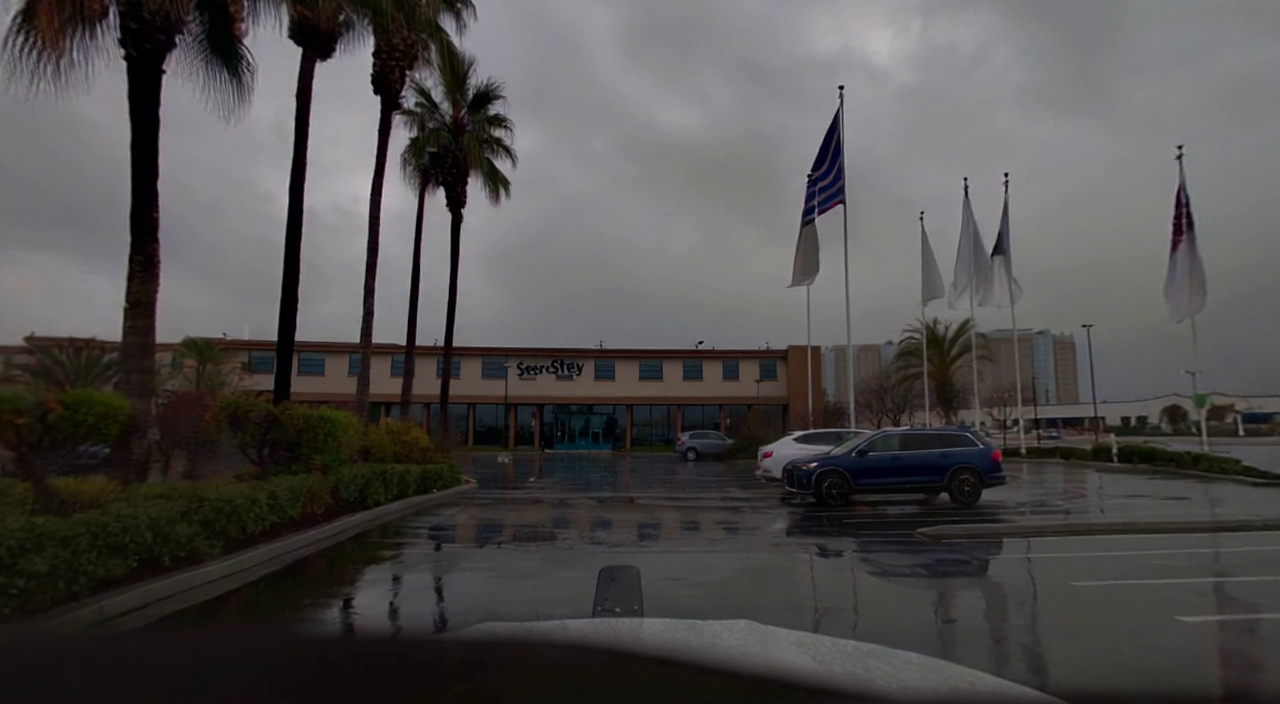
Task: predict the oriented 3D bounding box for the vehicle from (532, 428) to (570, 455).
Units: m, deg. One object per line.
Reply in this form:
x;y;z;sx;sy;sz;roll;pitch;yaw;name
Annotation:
-6.503;6.609;46.295;1.943;1.890;4.472;-1;-9;3;vehicle

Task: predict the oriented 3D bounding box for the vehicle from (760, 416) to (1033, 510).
4.885;2.180;12.565;4.567;1.723;1.926;0;-8;0;vehicle
